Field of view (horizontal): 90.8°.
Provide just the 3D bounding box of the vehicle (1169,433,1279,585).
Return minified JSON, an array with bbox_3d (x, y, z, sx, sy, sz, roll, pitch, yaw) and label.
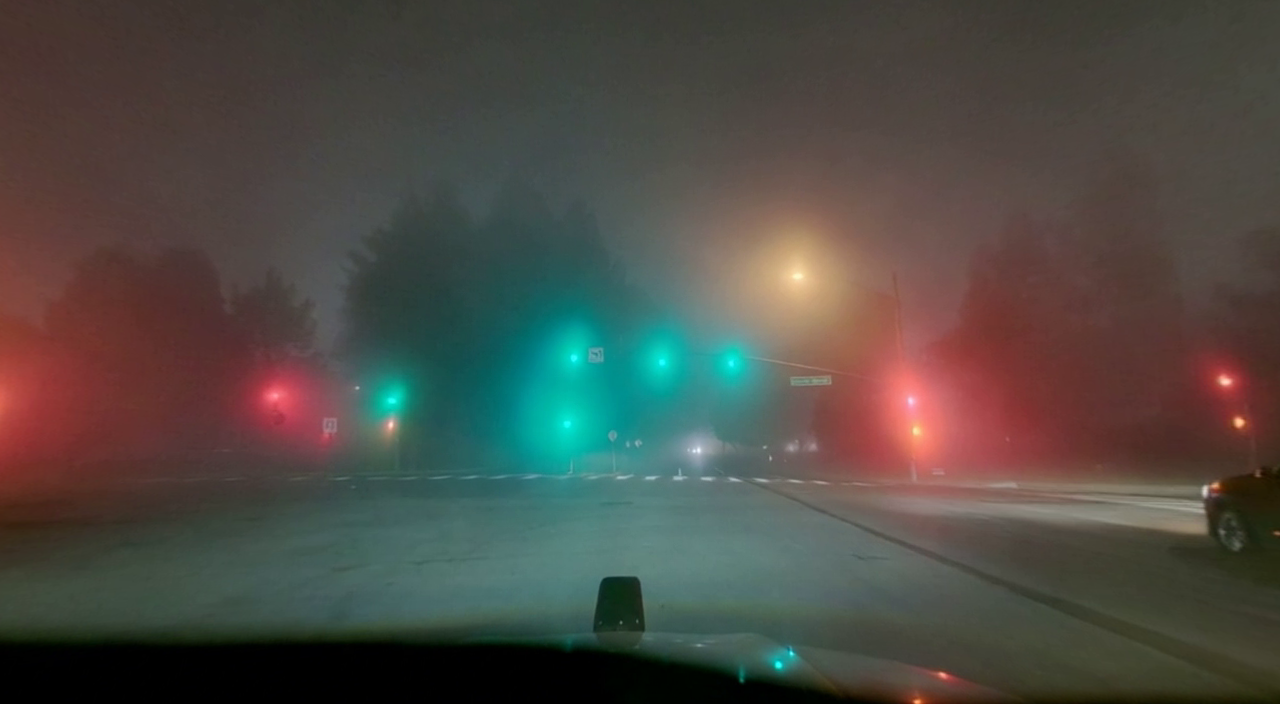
[{"bbox_3d":[7.370,1.512,5.921,1.797,1.518,3.433,0,-9,0],"label":"vehicle"}]
